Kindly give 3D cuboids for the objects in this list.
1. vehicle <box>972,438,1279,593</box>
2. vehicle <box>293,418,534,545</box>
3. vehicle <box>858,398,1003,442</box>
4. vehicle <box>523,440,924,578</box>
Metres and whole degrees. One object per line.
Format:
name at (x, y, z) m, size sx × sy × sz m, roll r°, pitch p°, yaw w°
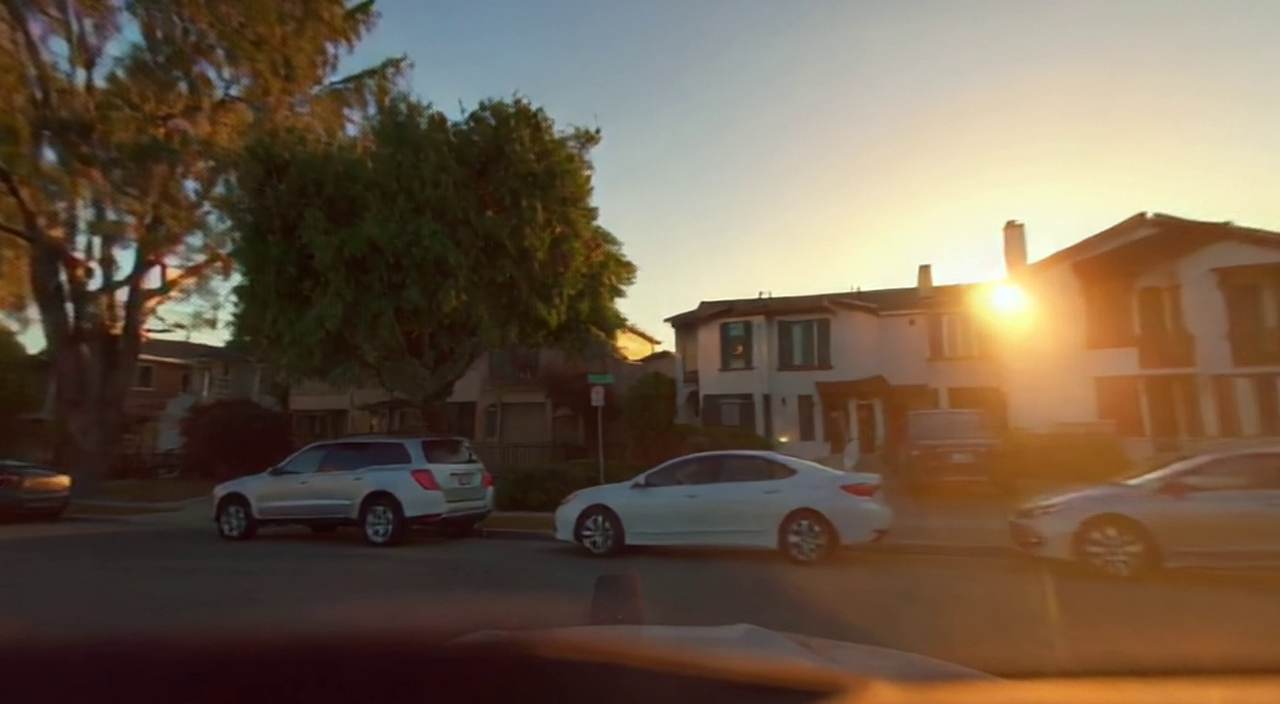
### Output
vehicle at (6.552, 1.759, 7.077) m, size 4.663 × 1.452 × 1.801 m, roll -1°, pitch -8°, yaw 17°
vehicle at (-4.087, 2.358, 12.404) m, size 2.046 × 1.969 × 4.585 m, roll -3°, pitch -8°, yaw 18°
vehicle at (10.495, 2.501, 23.102) m, size 4.565 × 1.479 × 1.775 m, roll -1°, pitch -8°, yaw 15°
vehicle at (1.111, 2.047, 8.911) m, size 5.075 × 1.436 × 1.863 m, roll -1°, pitch -8°, yaw 17°
